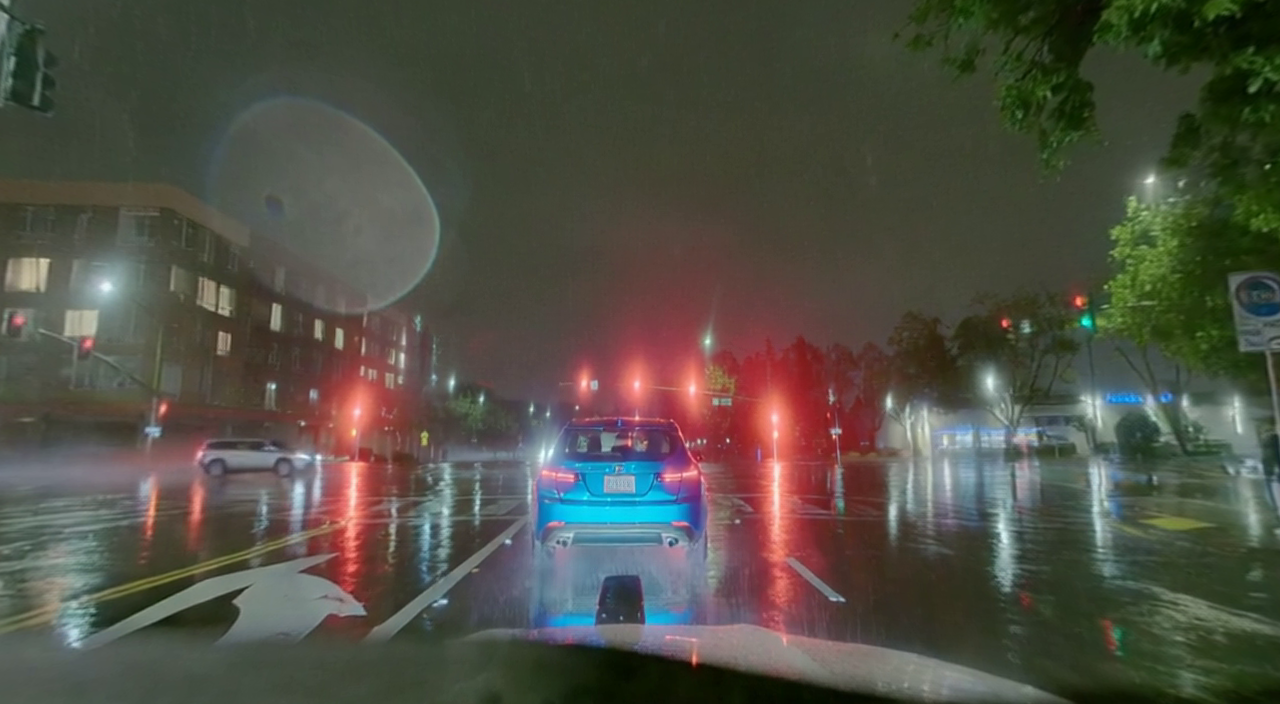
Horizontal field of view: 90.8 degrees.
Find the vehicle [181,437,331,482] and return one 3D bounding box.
[{"bbox_3d":[-15.941,4.474,26.432,4.912,1.731,2.022,0,-9,-1],"label":"vehicle"}]

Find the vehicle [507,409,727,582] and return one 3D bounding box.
[{"bbox_3d":[-0.244,1.646,7.997,2.066,1.618,3.922,0,-9,-1],"label":"vehicle"}]
